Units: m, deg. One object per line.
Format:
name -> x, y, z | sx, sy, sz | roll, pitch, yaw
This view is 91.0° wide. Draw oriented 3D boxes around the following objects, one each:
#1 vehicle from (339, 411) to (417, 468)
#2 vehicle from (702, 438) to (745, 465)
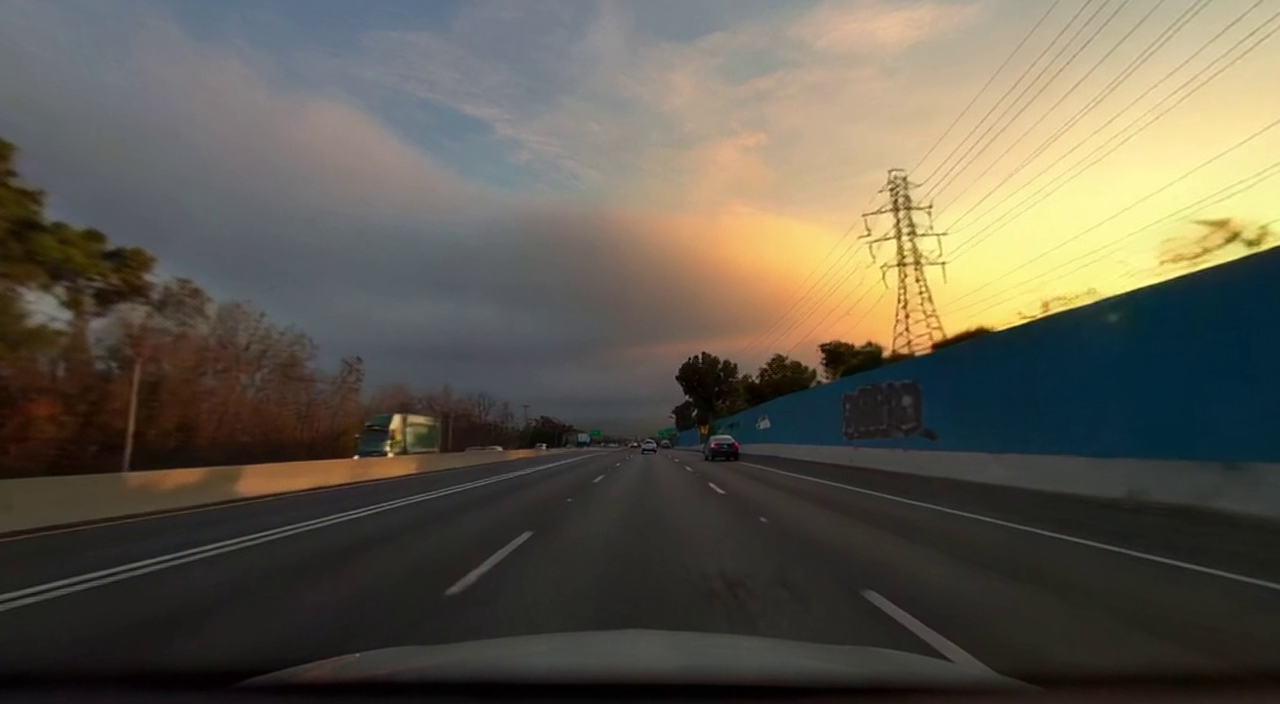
vehicle -> -18.920, 6.375, 45.834 | 2.965, 3.866, 6.042 | 0, -8, 0
vehicle -> 4.960, 5.953, 37.745 | 1.991, 1.494, 3.951 | 0, -8, 0
